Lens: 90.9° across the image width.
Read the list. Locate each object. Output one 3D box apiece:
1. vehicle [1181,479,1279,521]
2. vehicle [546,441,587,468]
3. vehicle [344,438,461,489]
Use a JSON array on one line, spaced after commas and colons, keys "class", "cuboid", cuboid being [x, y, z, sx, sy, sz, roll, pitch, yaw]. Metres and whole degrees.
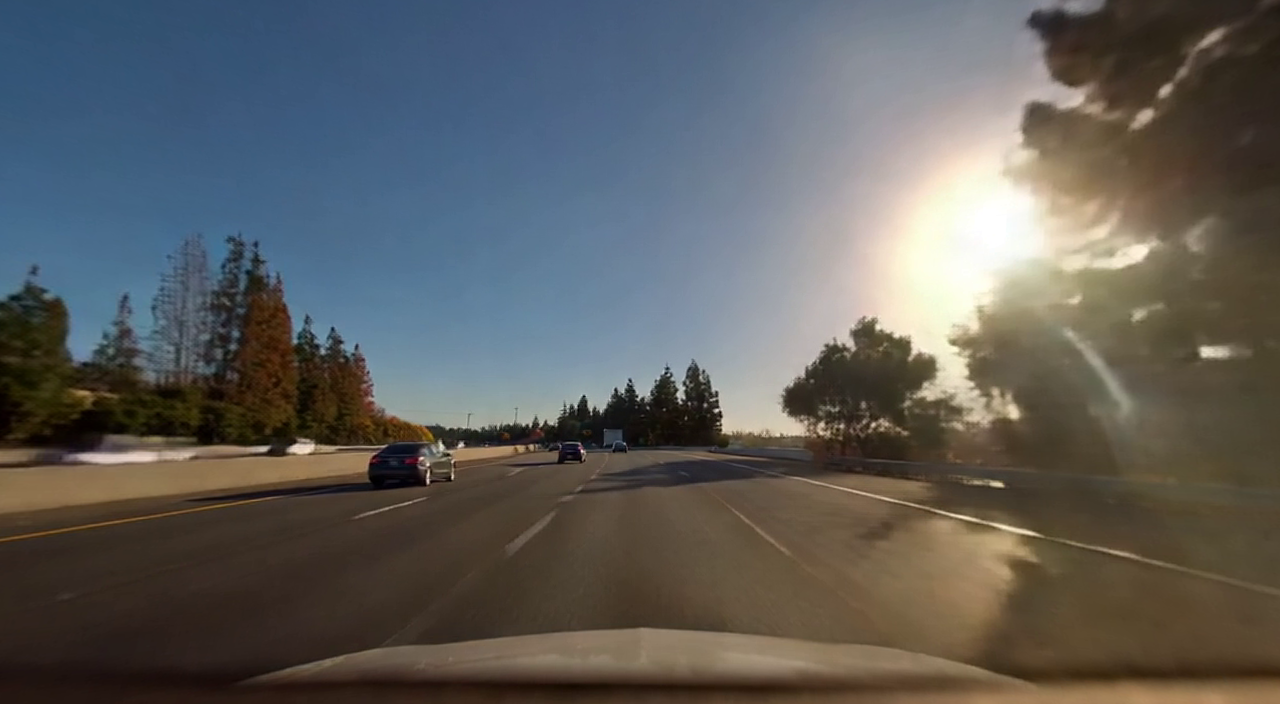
[{"class": "vehicle", "cuboid": [26.630, 6.505, 28.003, 2.005, 1.478, 4.056, -1, -9, 9]}, {"class": "vehicle", "cuboid": [-4.213, 5.908, 36.638, 1.936, 1.465, 4.060, 0, -8, -1]}, {"class": "vehicle", "cuboid": [-7.591, 3.595, 20.743, 2.038, 1.463, 4.656, 0, -8, 0]}]
